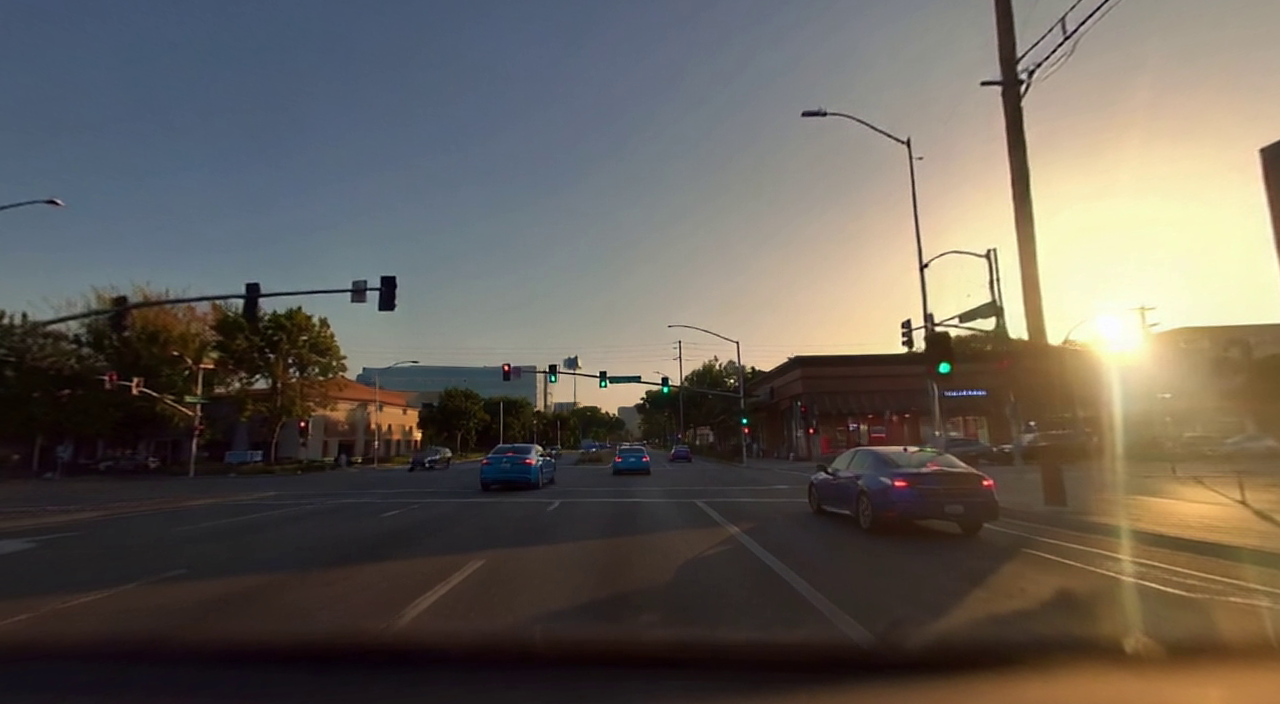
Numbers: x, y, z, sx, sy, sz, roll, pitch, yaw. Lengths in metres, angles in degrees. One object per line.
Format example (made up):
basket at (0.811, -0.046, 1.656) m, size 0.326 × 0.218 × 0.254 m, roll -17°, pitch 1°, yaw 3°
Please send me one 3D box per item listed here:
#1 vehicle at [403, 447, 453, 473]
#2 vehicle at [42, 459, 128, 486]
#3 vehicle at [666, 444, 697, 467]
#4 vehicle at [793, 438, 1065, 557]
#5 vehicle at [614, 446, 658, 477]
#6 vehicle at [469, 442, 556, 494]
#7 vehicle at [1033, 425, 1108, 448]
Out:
vehicle at (-14.435, 7.325, 43.176) m, size 1.987 × 1.641 × 4.185 m, roll 0°, pitch -8°, yaw 0°
vehicle at (-37.303, 8.080, 42.537) m, size 3.931 × 1.653 × 2.134 m, roll -1°, pitch -9°, yaw 7°
vehicle at (3.165, 8.031, 49.089) m, size 1.986 × 1.660 × 4.006 m, roll 0°, pitch -8°, yaw -2°
vehicle at (4.267, 2.212, 10.522) m, size 2.119 × 1.479 × 4.910 m, roll 0°, pitch -8°, yaw -1°
vehicle at (-0.219, 5.588, 32.446) m, size 2.072 × 1.473 × 4.139 m, roll 0°, pitch -8°, yaw -1°
vehicle at (-4.216, 3.889, 21.668) m, size 2.035 × 1.564 × 4.702 m, roll 0°, pitch -8°, yaw -1°
vehicle at (33.895, 6.724, 49.965) m, size 2.213 × 1.758 × 5.447 m, roll 0°, pitch -8°, yaw 1°
